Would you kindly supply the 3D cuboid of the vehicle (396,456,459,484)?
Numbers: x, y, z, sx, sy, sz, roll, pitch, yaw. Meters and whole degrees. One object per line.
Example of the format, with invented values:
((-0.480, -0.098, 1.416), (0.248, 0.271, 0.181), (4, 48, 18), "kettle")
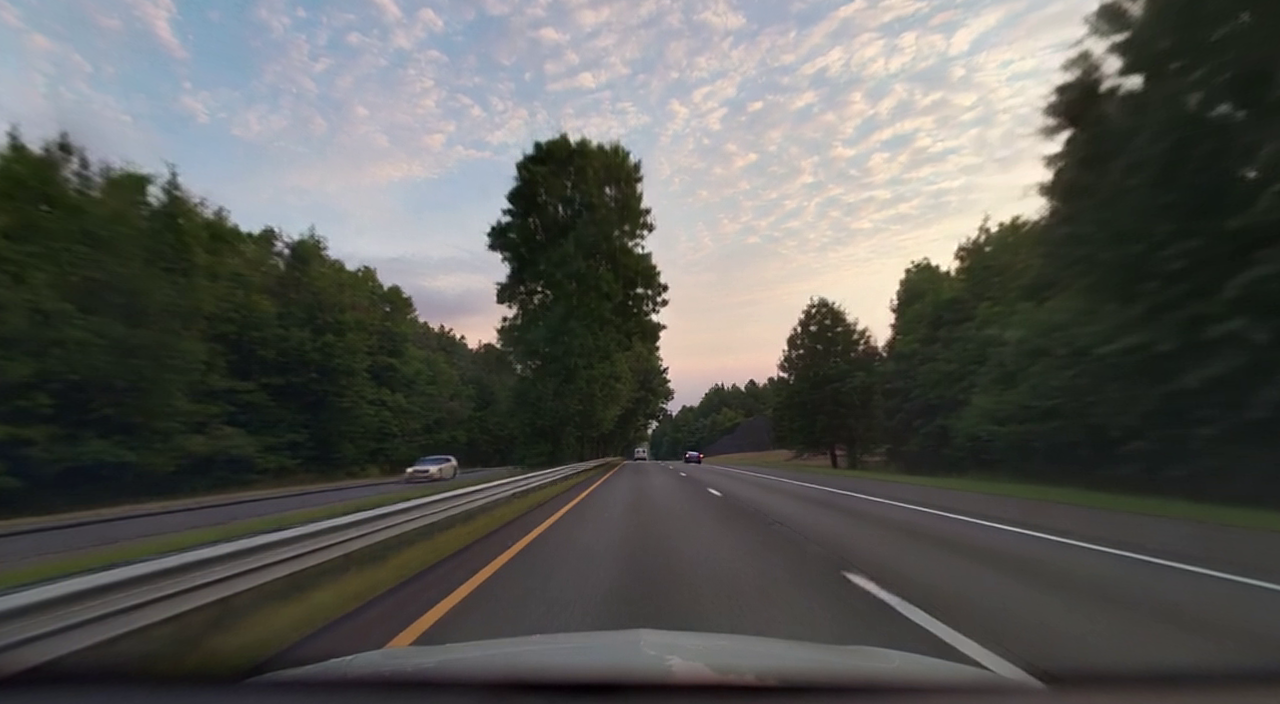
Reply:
((-12.485, 6.931, 37.340), (2.033, 1.462, 4.620), (-1, -9, 1), "vehicle")

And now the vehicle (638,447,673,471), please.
((0.979, 7.124, 41.940), (2.162, 1.492, 3.975), (0, -9, -1), "vehicle")
